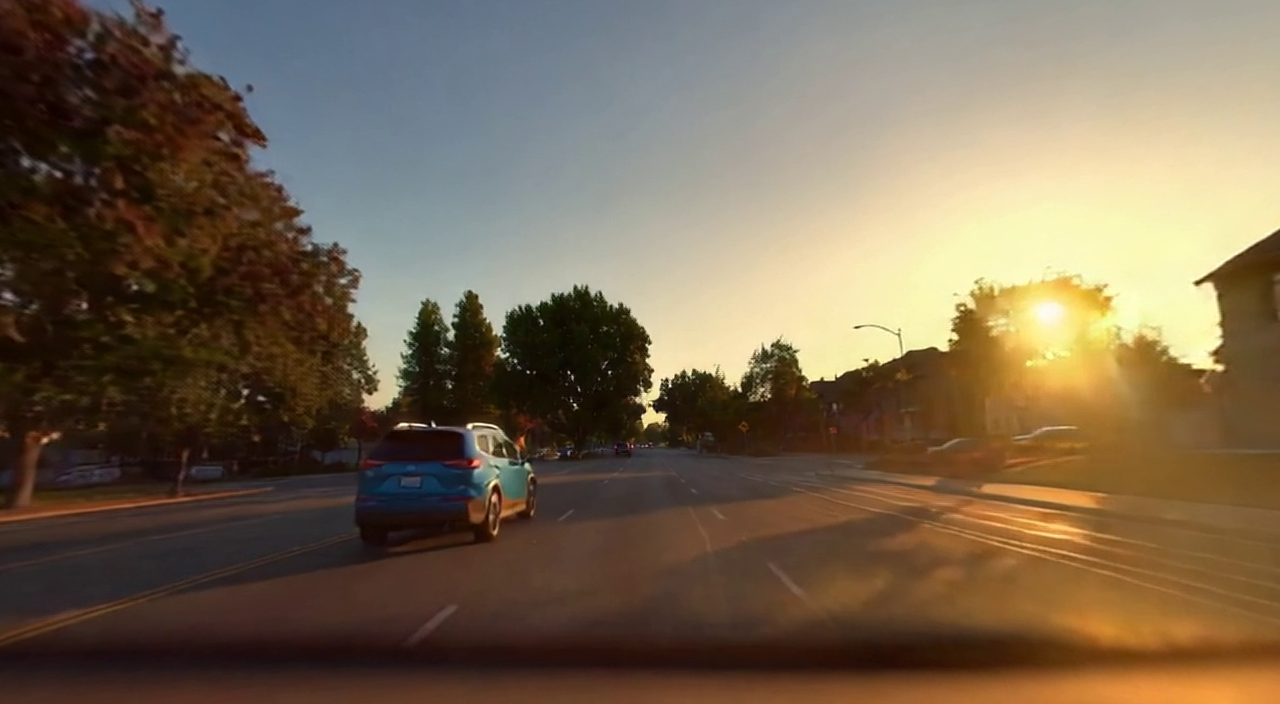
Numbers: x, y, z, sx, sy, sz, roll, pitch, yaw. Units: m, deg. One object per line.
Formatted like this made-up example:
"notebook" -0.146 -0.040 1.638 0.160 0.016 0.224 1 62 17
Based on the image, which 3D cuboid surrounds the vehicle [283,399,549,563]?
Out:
"vehicle" -2.895 1.811 9.590 2.179 1.851 4.756 0 -8 1
